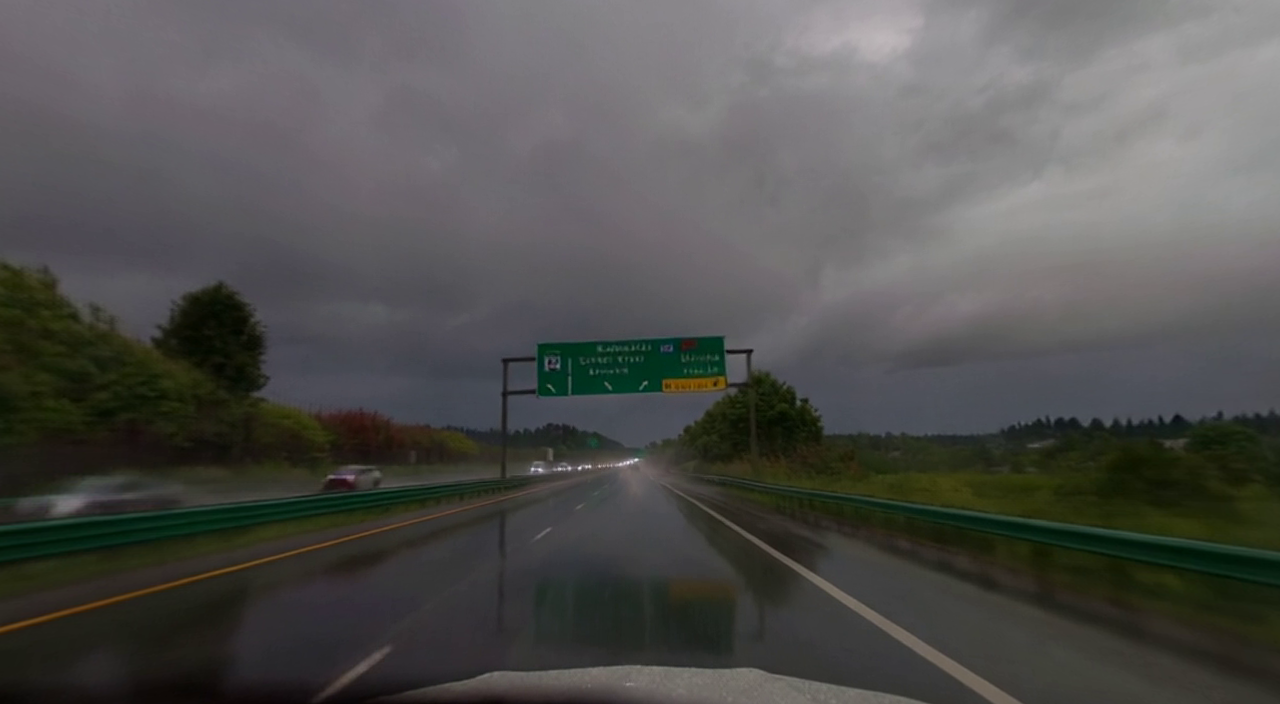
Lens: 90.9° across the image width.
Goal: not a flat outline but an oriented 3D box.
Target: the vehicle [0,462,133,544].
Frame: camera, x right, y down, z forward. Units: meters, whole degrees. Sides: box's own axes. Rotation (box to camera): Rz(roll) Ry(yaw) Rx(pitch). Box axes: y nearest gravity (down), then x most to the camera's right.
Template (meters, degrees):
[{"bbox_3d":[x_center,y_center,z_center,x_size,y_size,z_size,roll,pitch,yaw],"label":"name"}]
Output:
[{"bbox_3d":[-12.709,2.888,12.269,1.942,1.462,4.503,1,-11,-1],"label":"vehicle"}]

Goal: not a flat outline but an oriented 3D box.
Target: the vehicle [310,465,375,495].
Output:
[{"bbox_3d":[-16.364,7.046,34.863,1.709,1.501,3.758,1,-11,0],"label":"vehicle"}]
